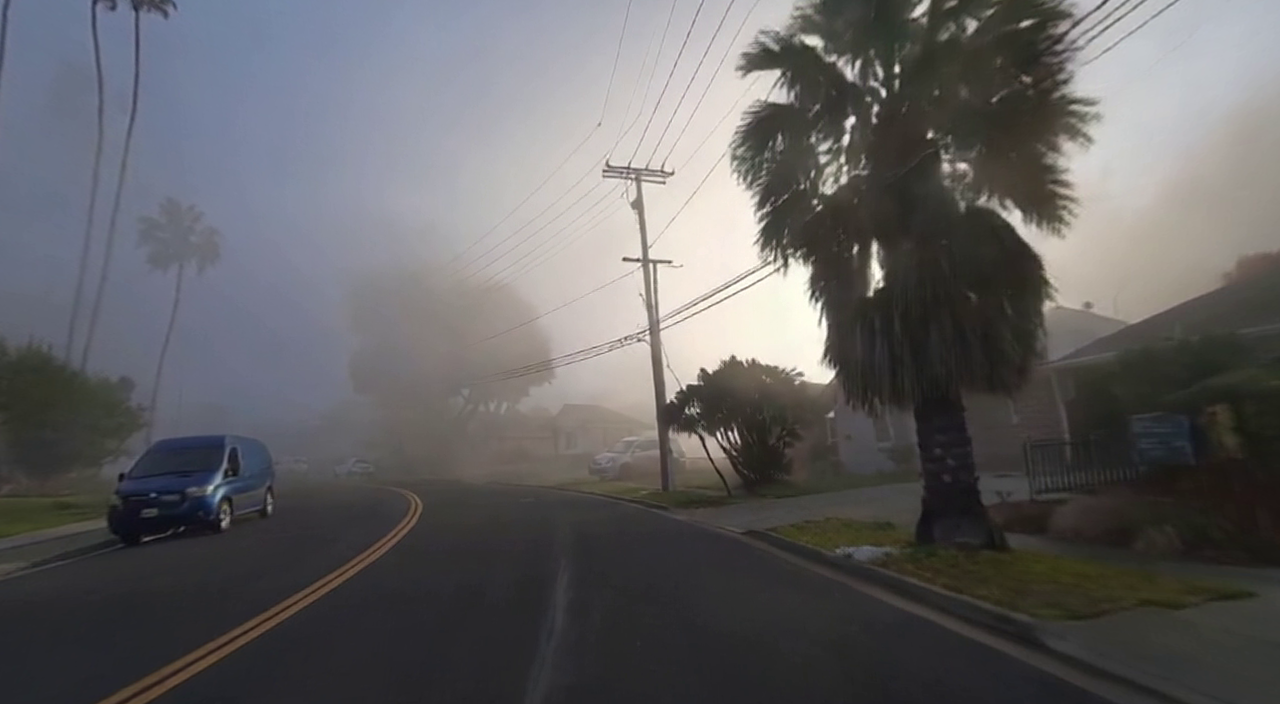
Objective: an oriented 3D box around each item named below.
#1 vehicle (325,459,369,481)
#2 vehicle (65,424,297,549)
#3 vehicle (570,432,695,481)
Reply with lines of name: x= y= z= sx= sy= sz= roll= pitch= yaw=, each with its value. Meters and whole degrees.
vehicle: x=-22.642 y=9.064 z=48.743 sx=1.870 sy=1.490 sz=3.802 roll=8 pitch=-11 yaw=-42
vehicle: x=-10.129 y=2.995 z=14.788 sx=2.552 sy=2.134 sz=6.076 roll=-1 pitch=-9 yaw=-18
vehicle: x=-0.297 y=4.697 z=28.676 sx=5.102 sy=2.040 sz=2.472 roll=5 pitch=-9 yaw=-30
